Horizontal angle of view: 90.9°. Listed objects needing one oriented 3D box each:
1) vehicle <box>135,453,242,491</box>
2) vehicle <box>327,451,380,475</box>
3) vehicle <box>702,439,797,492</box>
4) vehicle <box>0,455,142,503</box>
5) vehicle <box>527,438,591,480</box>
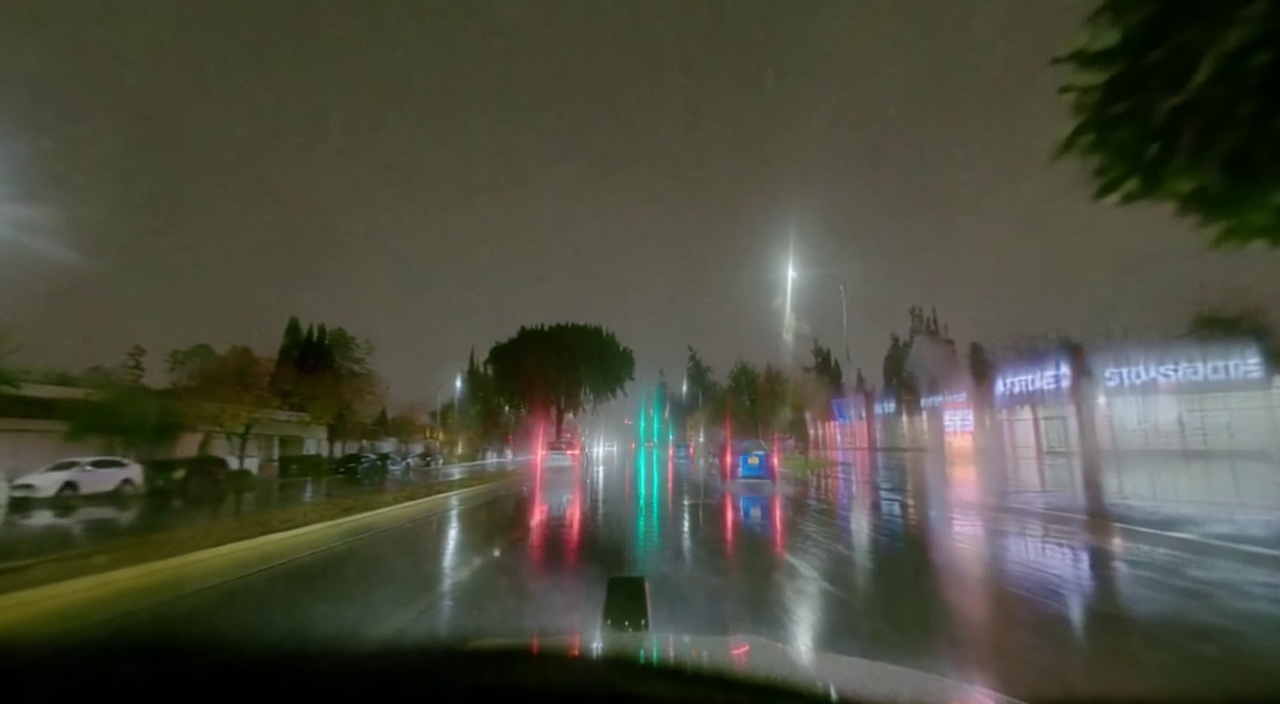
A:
[{"bbox_3d":[-22.524,5.979,31.730,1.922,1.682,4.638,0,-8,0],"label":"vehicle"},{"bbox_3d":[-22.420,8.695,49.537,1.918,1.698,4.581,0,-8,1],"label":"vehicle"},{"bbox_3d":[3.267,3.482,19.753,2.083,1.474,4.360,0,-8,-1],"label":"vehicle"},{"bbox_3d":[-22.709,5.011,25.308,1.853,1.693,4.233,0,-8,1],"label":"vehicle"},{"bbox_3d":[-3.348,4.508,26.766,2.113,1.626,4.129,0,-8,1],"label":"vehicle"}]
